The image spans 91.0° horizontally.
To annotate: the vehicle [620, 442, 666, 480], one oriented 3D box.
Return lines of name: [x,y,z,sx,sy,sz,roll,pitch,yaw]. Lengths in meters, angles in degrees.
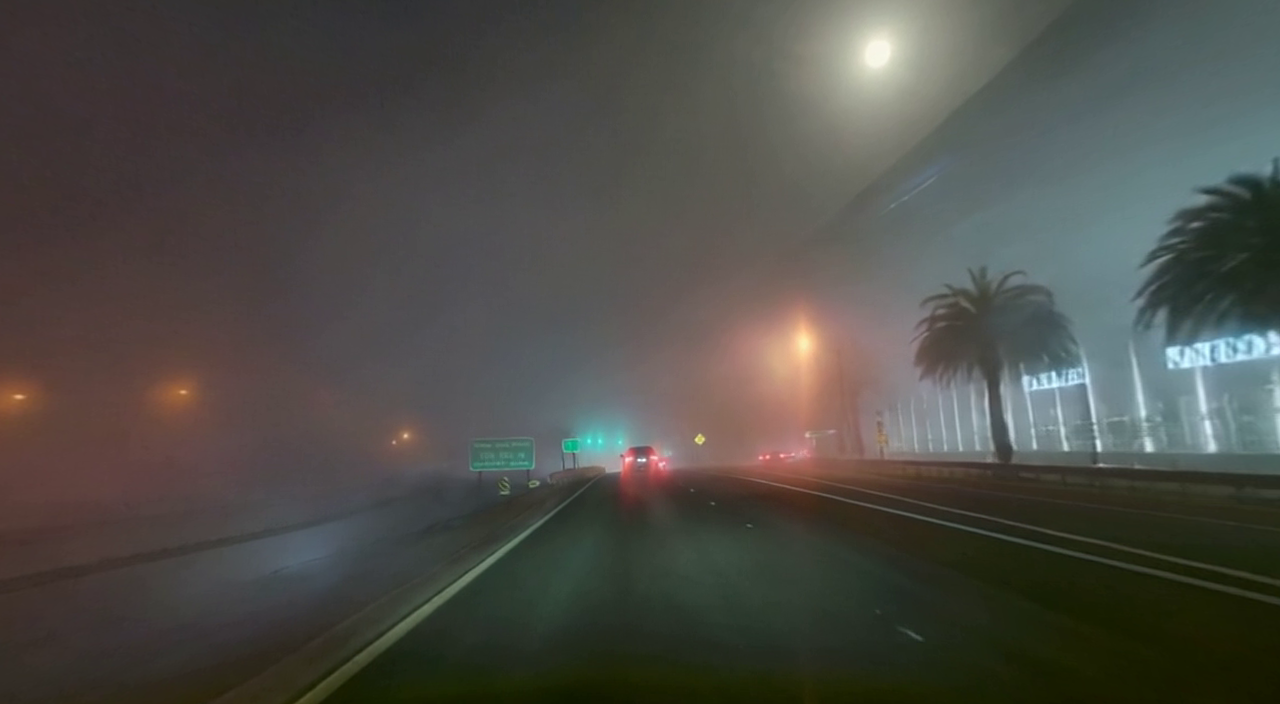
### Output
vehicle: [0.089,5.278,30.788,2.089,1.718,4.193,0,-9,-2]

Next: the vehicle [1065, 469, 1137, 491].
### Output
vehicle: [35.087,9.783,48.019,3.945,1.538,1.796,-2,-10,5]
